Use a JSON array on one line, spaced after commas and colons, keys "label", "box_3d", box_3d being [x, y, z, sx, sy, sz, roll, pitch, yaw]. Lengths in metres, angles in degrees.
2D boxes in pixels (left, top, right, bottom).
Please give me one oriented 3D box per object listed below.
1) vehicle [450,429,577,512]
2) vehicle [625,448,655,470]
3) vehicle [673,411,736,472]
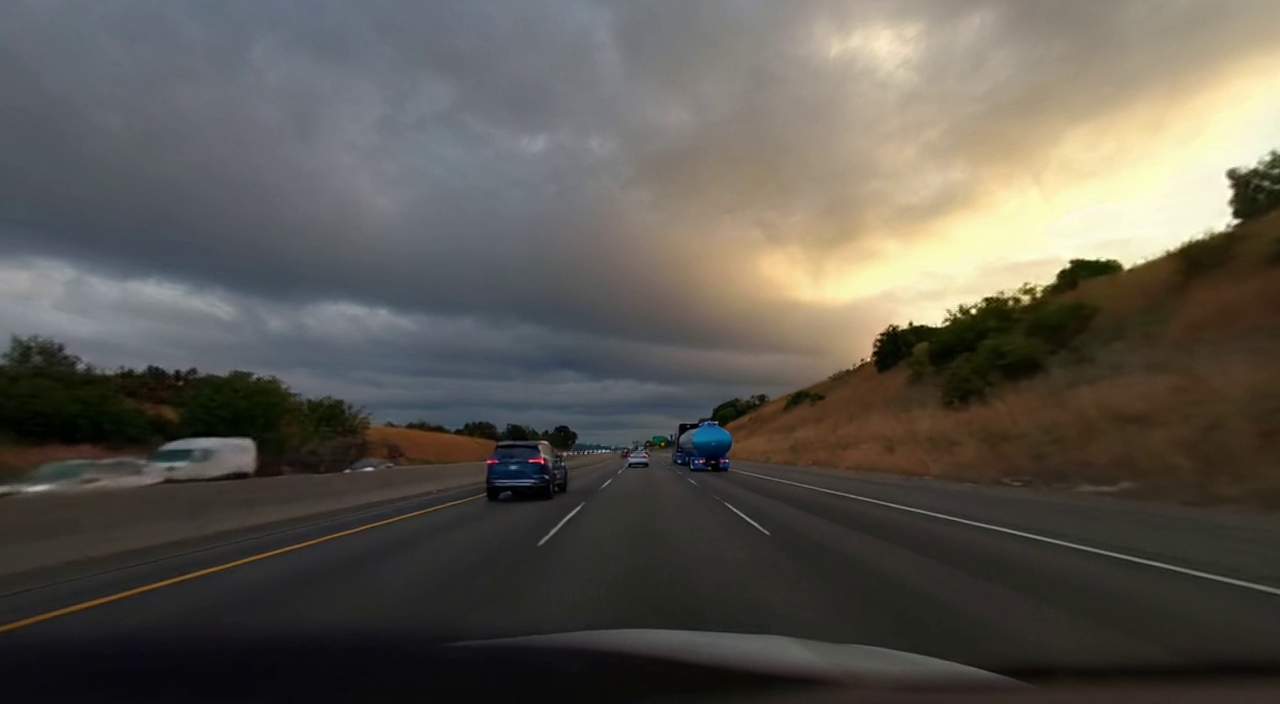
[{"label": "vehicle", "box_3d": [-3.049, 3.004, 16.457, 2.258, 1.805, 4.665, -1, -9, 1]}, {"label": "vehicle", "box_3d": [0.015, 7.560, 44.709, 2.013, 1.498, 3.908, 0, -9, 0]}, {"label": "vehicle", "box_3d": [4.232, 6.432, 44.908, 2.889, 3.606, 13.832, 0, -9, 0]}]
